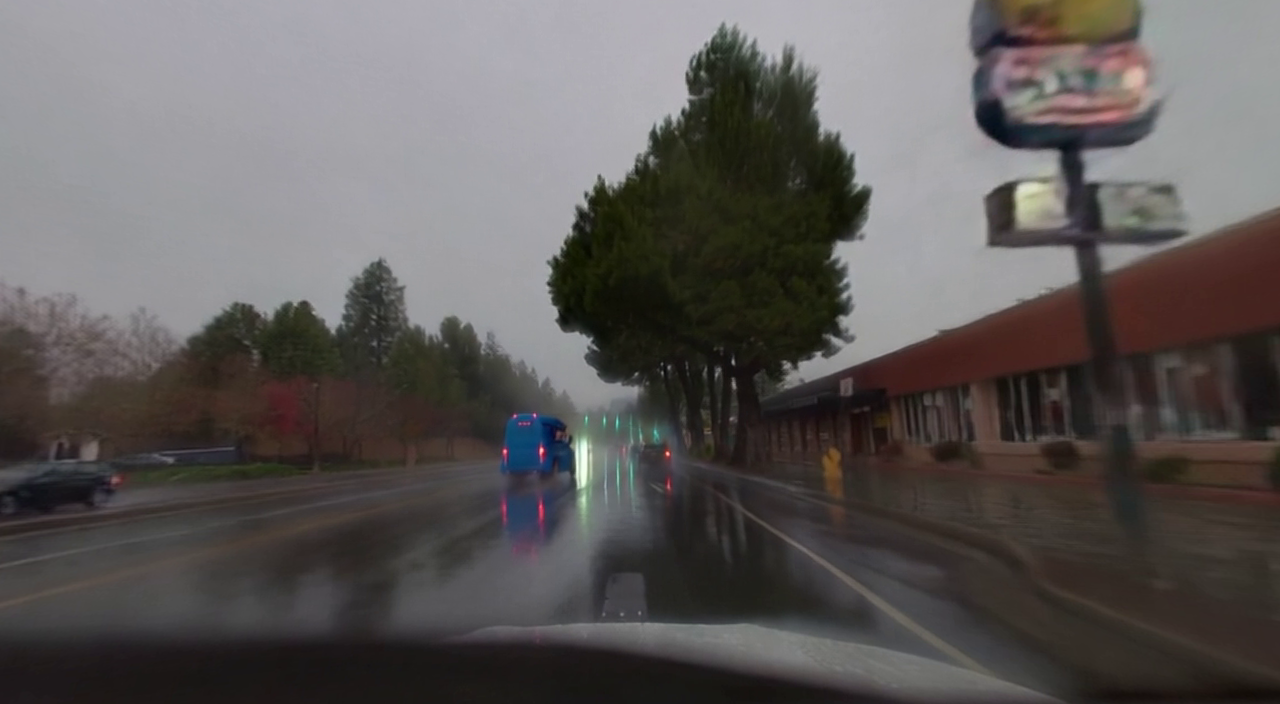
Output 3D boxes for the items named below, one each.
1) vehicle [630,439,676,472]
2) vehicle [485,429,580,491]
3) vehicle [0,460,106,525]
[{"bbox_3d":[0.566,5.023,30.776,2.103,1.487,4.101,0,-9,-1],"label":"vehicle"},{"bbox_3d":[-3.391,3.557,21.118,2.464,1.777,5.128,0,-9,-2],"label":"vehicle"},{"bbox_3d":[-15.775,3.380,14.938,1.912,1.432,5.070,-3,-9,0],"label":"vehicle"}]
